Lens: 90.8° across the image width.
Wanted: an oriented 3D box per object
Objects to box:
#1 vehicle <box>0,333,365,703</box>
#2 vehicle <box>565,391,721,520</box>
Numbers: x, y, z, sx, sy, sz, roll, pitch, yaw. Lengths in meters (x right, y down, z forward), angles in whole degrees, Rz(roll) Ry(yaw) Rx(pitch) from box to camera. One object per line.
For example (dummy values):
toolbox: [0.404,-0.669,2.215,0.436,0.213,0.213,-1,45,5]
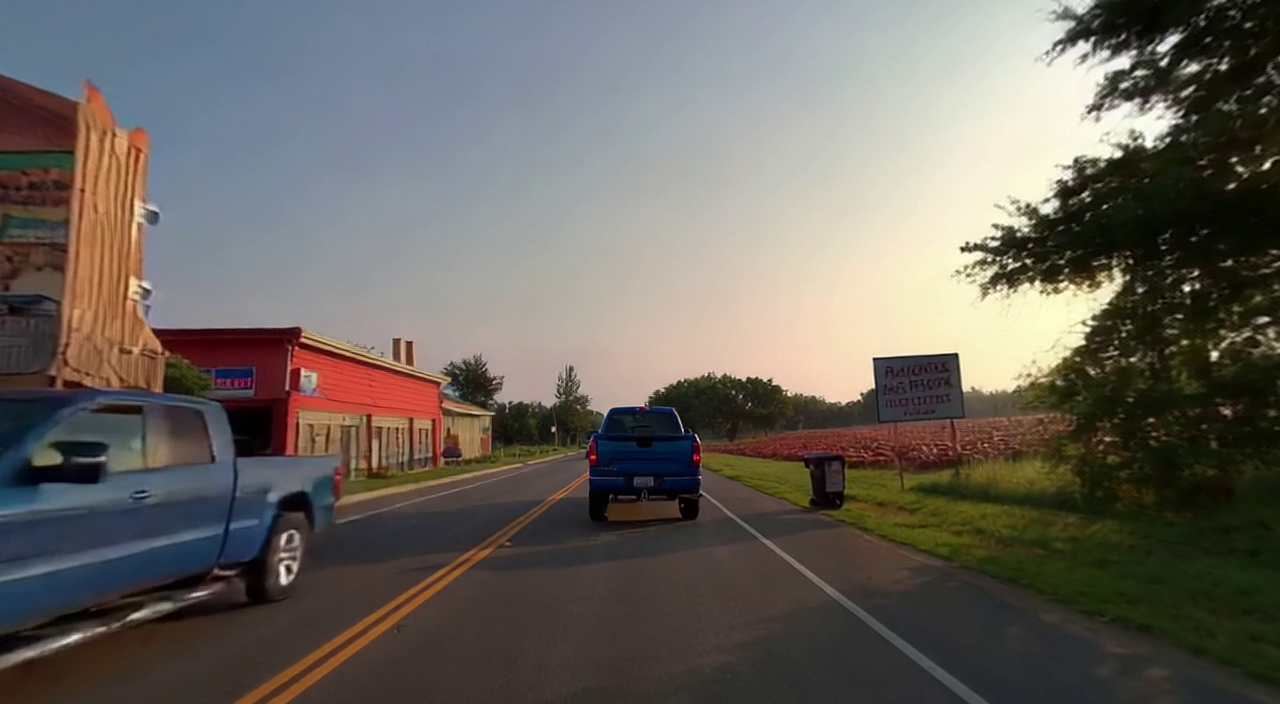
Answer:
vehicle: [-3.933,1.063,4.179,2.180,1.801,4.679,-2,-8,-1]
vehicle: [-0.037,2.220,13.974,2.693,2.223,5.885,0,-8,-2]
